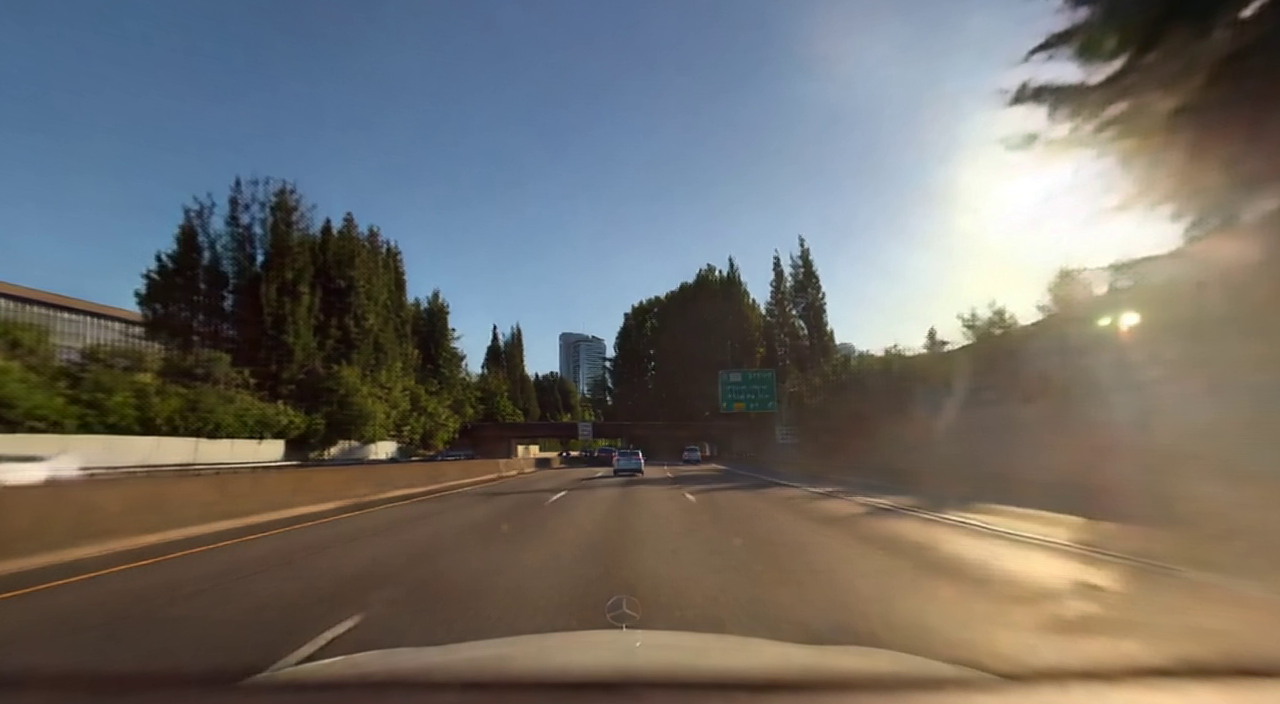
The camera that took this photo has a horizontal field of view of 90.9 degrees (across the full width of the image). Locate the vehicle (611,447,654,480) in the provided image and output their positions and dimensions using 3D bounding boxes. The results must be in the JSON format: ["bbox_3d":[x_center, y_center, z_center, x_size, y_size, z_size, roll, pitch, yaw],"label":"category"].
[{"bbox_3d":[-0.333,5.587,31.872,2.035,1.513,4.272,0,-9,1],"label":"vehicle"}]
